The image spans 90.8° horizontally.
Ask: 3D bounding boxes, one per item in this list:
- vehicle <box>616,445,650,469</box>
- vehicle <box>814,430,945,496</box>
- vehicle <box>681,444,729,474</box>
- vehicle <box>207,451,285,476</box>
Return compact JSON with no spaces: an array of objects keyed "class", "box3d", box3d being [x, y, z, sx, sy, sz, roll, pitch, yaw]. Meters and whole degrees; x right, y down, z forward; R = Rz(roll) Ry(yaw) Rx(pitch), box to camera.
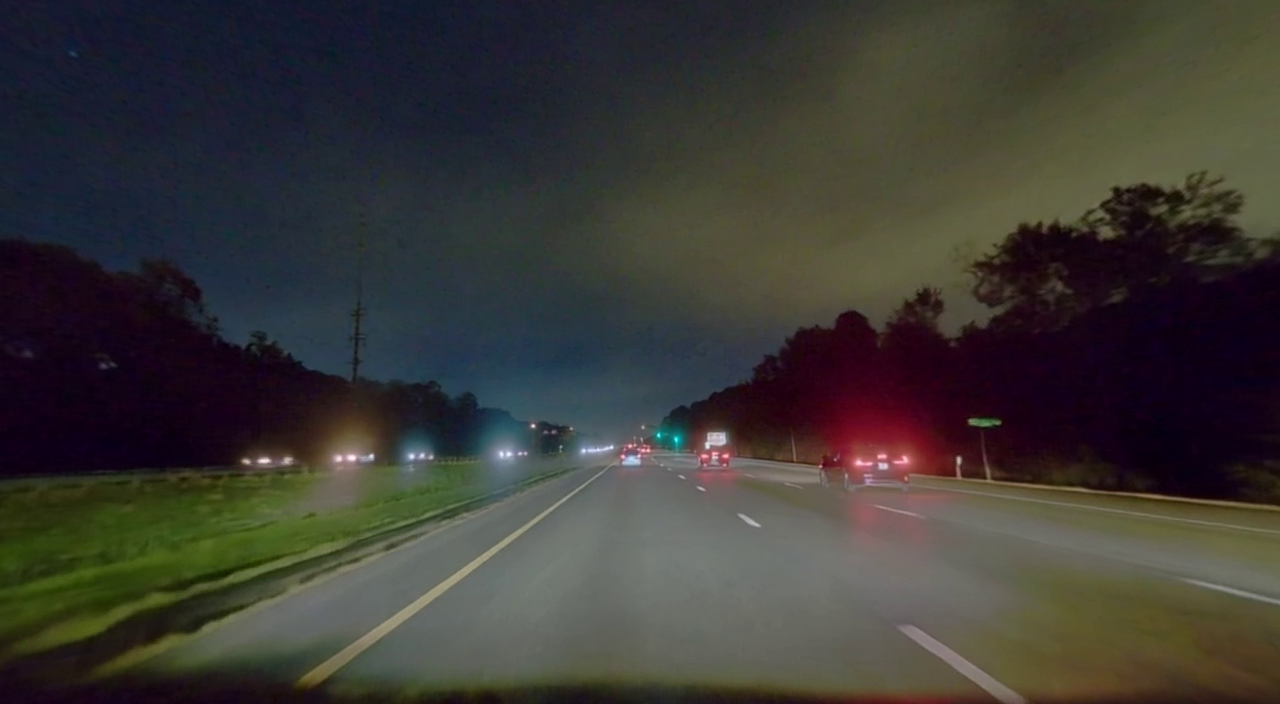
[{"class":"vehicle","box3d":[-0.433,6.812,41.232,2.085,1.449,3.860,0,-8,0]},{"class":"vehicle","box3d":[7.242,3.398,19.738,2.114,1.800,4.779,0,-8,-1]},{"class":"vehicle","box3d":[3.403,5.705,33.871,1.978,1.488,4.252,0,-8,-1]},{"class":"vehicle","box3d":[-24.867,7.025,40.068,1.879,1.468,4.713,0,-8,1]}]
